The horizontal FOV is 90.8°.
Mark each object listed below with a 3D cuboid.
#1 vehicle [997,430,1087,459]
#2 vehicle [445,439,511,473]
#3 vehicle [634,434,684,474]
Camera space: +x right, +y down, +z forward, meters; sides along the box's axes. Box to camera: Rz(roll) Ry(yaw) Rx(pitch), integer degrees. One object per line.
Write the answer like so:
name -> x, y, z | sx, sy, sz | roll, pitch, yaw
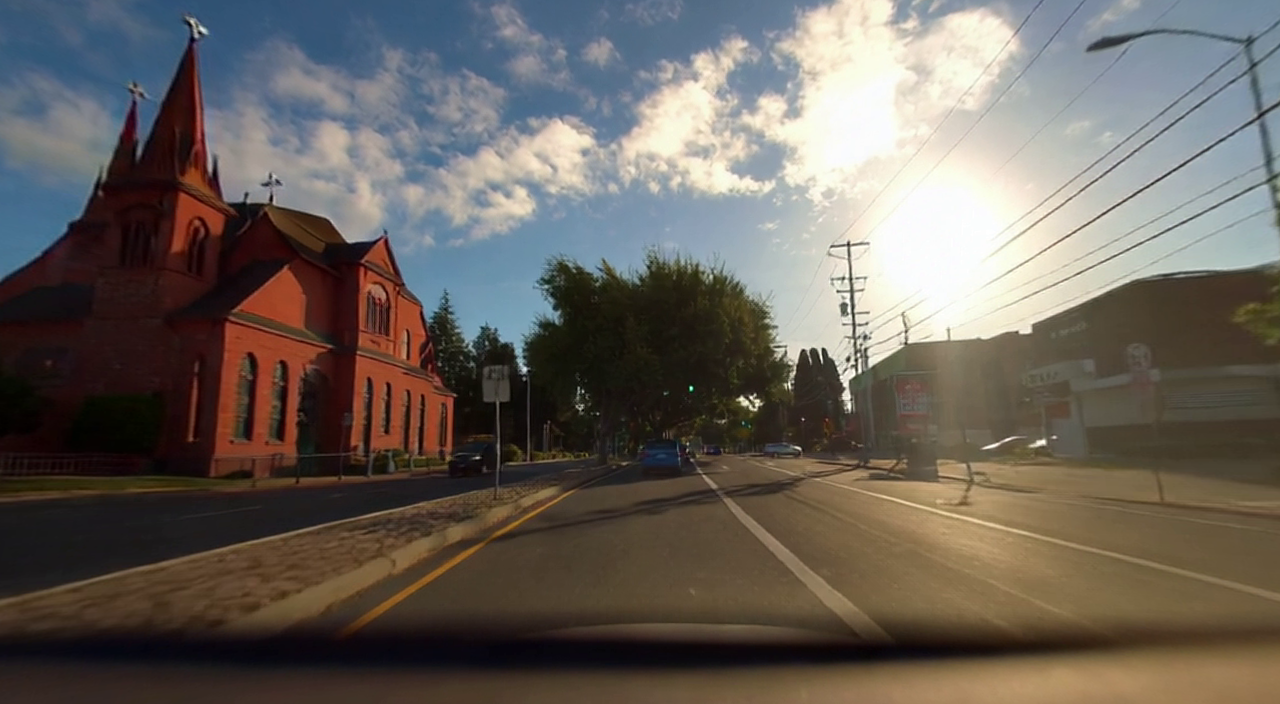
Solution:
vehicle -> 25.880, 5.968, 40.768 | 4.510, 1.733, 2.066 | 0, -8, -9
vehicle -> -9.529, 6.141, 37.610 | 2.159, 1.850, 4.944 | -2, -8, 6
vehicle -> 0.876, 4.498, 28.119 | 2.032, 1.621, 4.082 | -1, -8, 3
